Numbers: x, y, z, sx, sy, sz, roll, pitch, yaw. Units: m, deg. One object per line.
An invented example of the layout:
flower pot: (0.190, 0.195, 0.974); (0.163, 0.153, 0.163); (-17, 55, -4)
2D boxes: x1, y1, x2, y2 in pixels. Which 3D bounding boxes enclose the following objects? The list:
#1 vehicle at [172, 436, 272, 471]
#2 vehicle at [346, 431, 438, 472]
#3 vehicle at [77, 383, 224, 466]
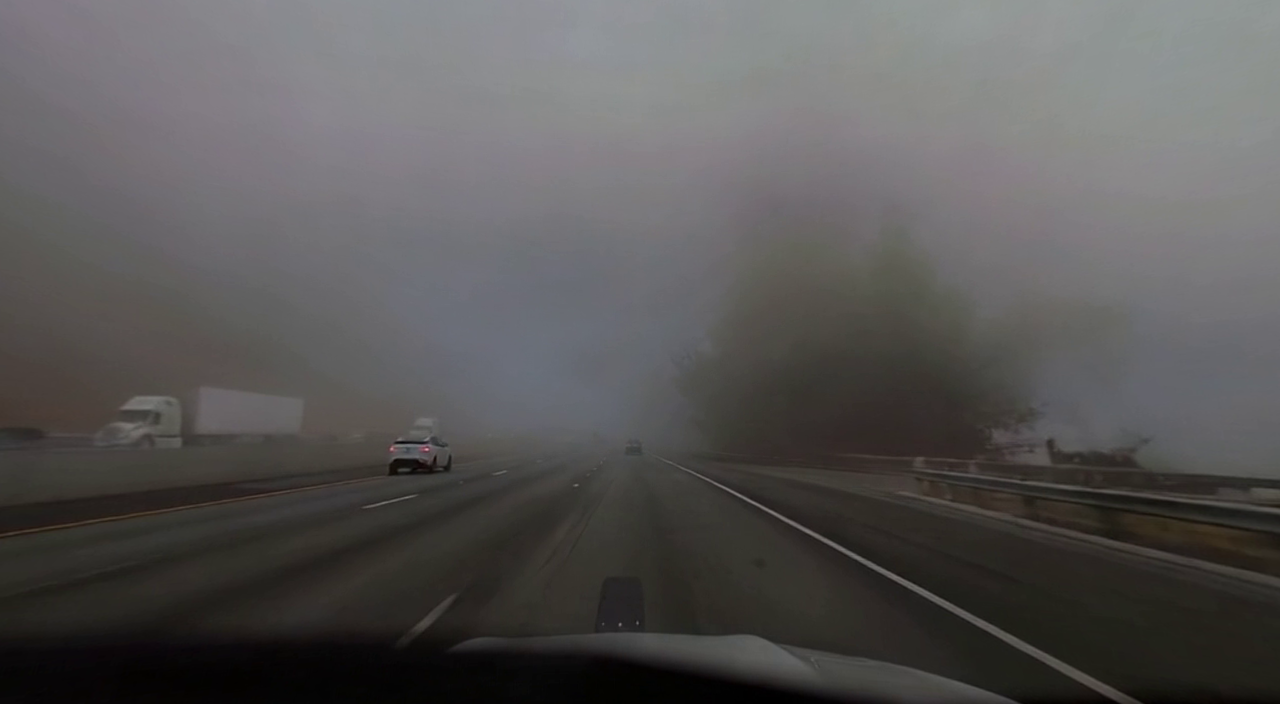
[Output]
vehicle: (-17.990, 4.354, 27.347); (1.831, 1.415, 3.645); (0, -8, 0)
vehicle: (-10.803, 4.346, 27.917); (2.197, 1.654, 4.823); (0, -8, -1)
vehicle: (-25.324, 3.851, 33.104); (2.984, 3.948, 5.839); (0, -8, -2)
